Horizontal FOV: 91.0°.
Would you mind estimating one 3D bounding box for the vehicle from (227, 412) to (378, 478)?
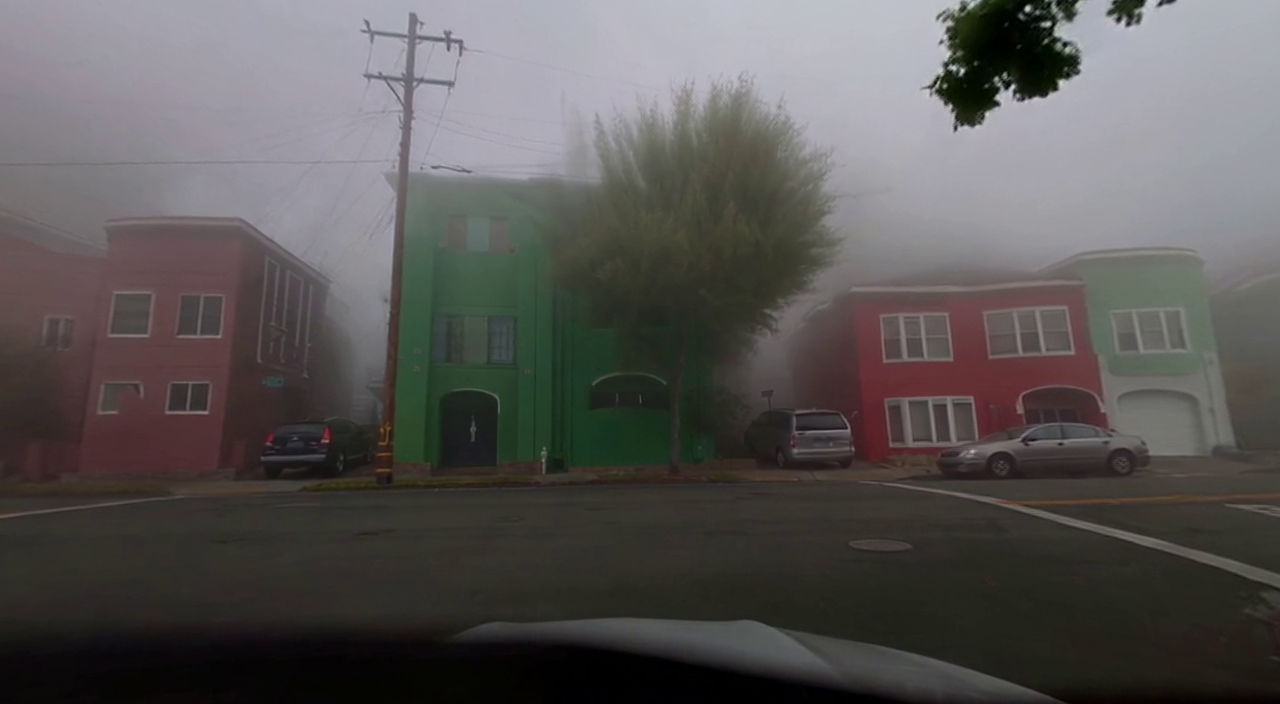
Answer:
[{"bbox_3d":[-10.129,2.878,19.438,2.091,1.760,4.760,0,-9,-1],"label":"vehicle"}]

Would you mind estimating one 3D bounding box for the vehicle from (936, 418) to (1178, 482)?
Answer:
[{"bbox_3d":[10.306,2.468,15.888,4.644,1.482,1.997,0,-9,1],"label":"vehicle"}]

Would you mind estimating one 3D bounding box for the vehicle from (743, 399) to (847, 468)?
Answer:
[{"bbox_3d":[4.678,2.535,19.783,2.081,1.891,4.367,0,-7,-1],"label":"vehicle"}]

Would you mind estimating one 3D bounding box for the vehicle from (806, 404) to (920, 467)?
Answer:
[{"bbox_3d":[6.862,2.675,19.908,2.053,1.756,4.034,0,-8,-1],"label":"vehicle"}]
